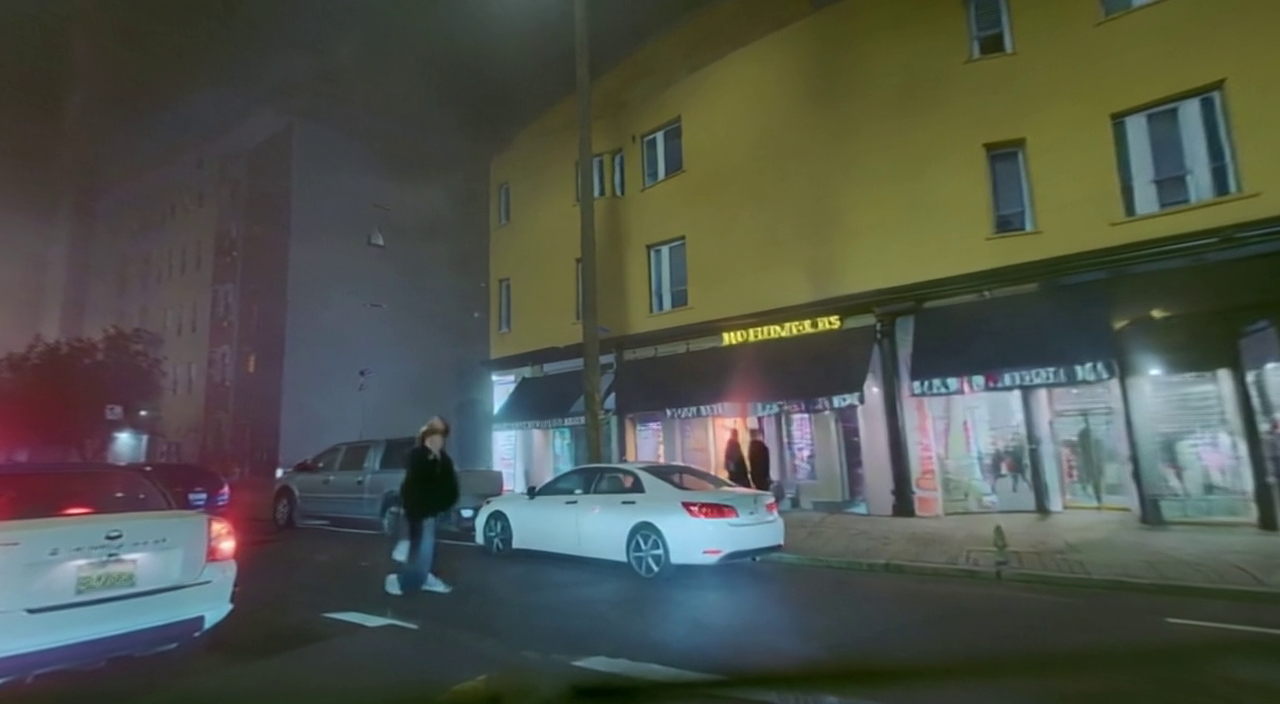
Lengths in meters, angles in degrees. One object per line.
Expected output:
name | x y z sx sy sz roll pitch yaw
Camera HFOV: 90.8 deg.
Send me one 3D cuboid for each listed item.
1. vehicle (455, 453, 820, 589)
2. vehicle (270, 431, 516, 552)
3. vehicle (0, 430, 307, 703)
vehicle | -0.172 2.153 8.895 4.830 1.421 1.826 -5 -10 30
vehicle | -4.703 2.465 11.870 4.580 1.853 1.862 -6 -10 32
vehicle | -4.535 1.347 4.587 4.330 1.458 1.932 -6 -10 36
